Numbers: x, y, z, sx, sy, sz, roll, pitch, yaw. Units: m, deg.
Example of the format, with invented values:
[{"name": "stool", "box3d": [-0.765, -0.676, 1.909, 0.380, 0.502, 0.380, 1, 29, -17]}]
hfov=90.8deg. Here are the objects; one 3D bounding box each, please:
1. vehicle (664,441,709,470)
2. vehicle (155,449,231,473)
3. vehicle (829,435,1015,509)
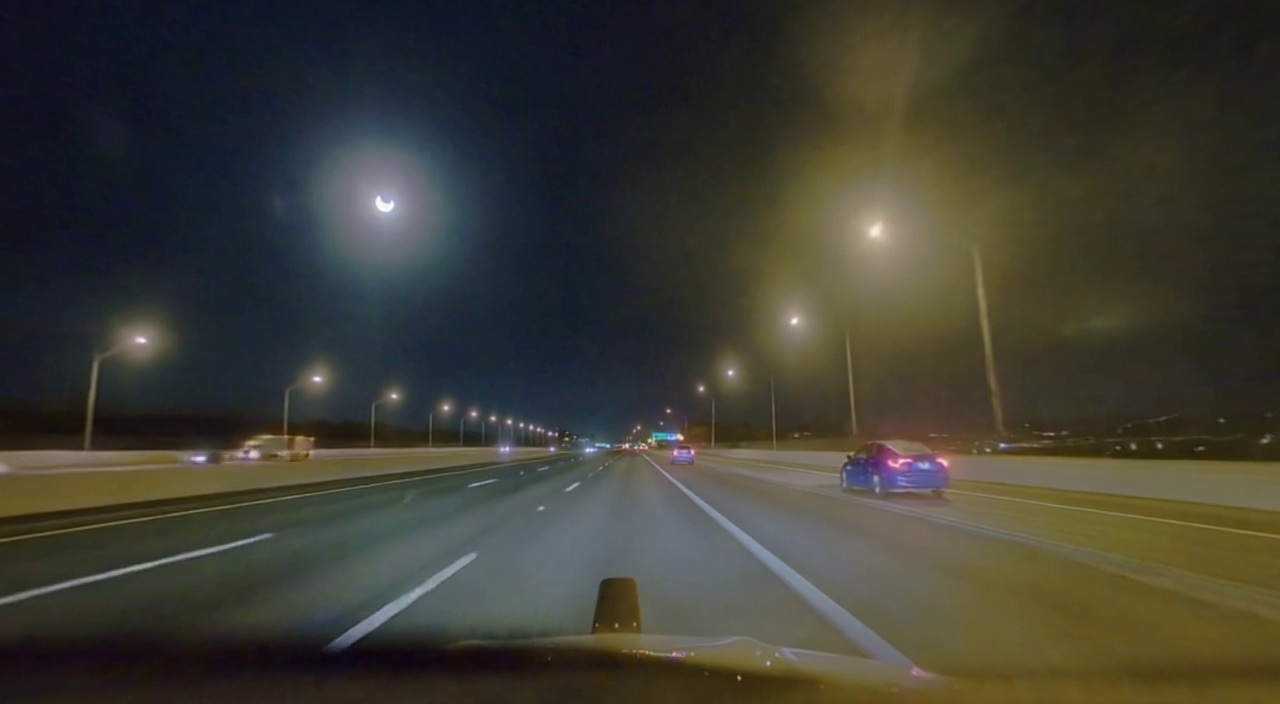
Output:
[{"name": "vehicle", "box3d": [2.660, 6.036, 37.113, 2.270, 1.615, 3.770, 0, -8, -1]}, {"name": "vehicle", "box3d": [-32.837, 8.003, 46.639, 2.016, 1.576, 4.982, 0, -8, 0]}, {"name": "vehicle", "box3d": [6.642, 2.879, 15.721, 2.227, 1.522, 5.041, 0, -8, -1]}]
